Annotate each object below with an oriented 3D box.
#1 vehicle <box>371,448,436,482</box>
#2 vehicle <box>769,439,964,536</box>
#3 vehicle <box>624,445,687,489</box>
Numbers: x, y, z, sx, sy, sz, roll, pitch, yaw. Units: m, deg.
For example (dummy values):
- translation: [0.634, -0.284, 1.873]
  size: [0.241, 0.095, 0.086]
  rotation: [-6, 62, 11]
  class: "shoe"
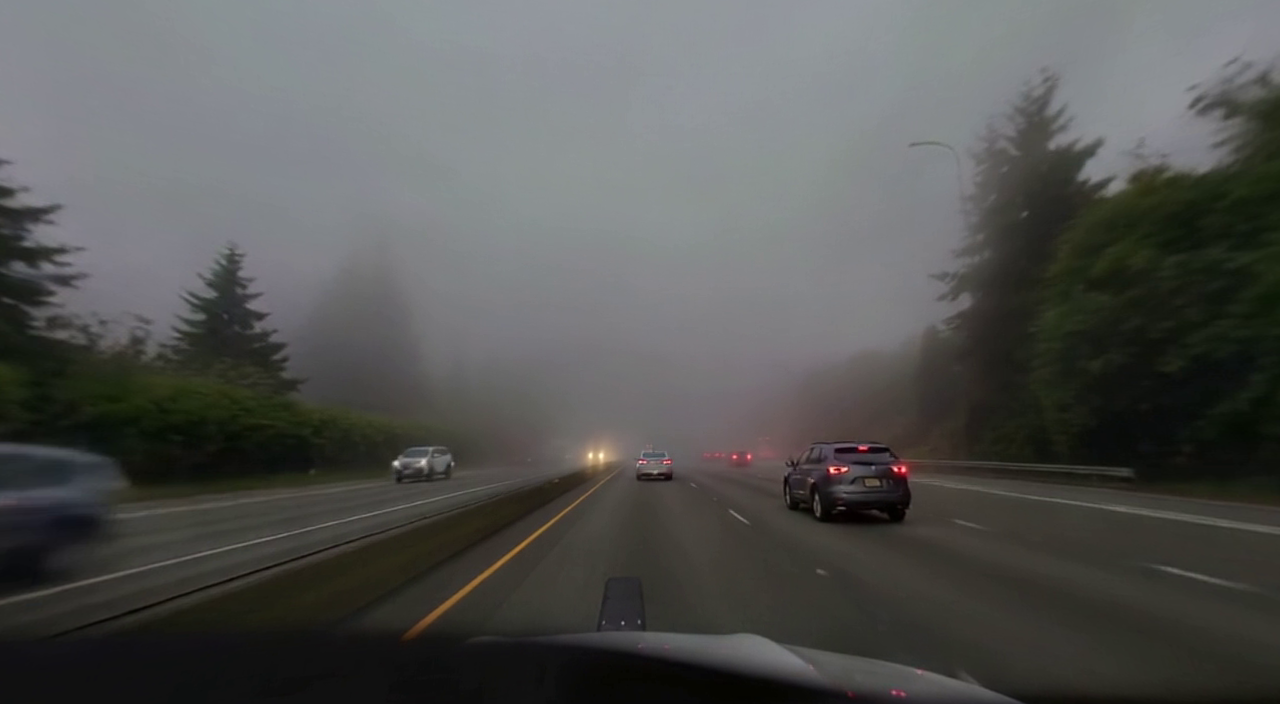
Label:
- translation: [-14.962, 7.163, 40.191]
  size: [2.139, 1.995, 5.076]
  rotation: [0, -9, 1]
  class: "vehicle"
- translation: [3.966, 2.435, 11.969]
  size: [2.029, 1.475, 4.279]
  rotation: [0, -9, -1]
  class: "vehicle"
- translation: [0.554, 4.333, 24.102]
  size: [2.177, 1.520, 4.278]
  rotation: [0, -9, 0]
  class: "vehicle"
